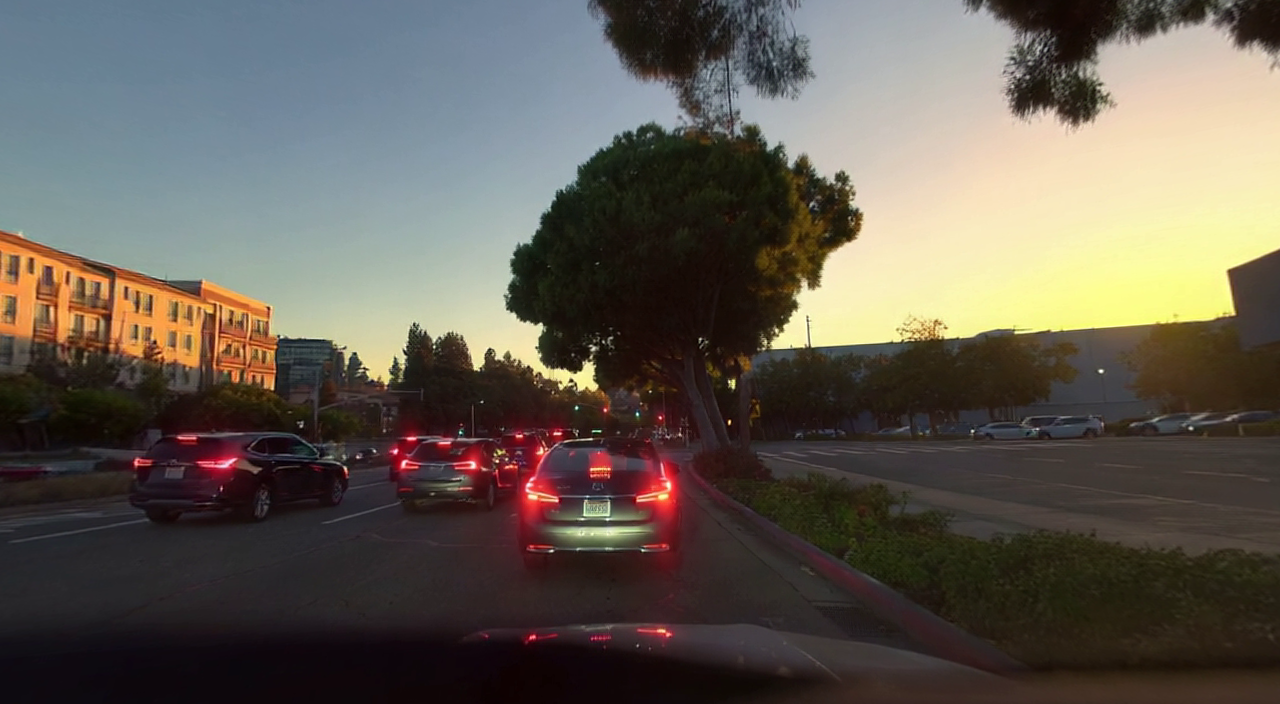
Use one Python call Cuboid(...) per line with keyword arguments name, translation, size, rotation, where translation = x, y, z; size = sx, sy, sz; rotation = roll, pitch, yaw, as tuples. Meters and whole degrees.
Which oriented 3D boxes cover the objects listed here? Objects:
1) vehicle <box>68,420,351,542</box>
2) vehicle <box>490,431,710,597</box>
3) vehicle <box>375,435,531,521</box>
Cuboid(name="vehicle", translation=(-7.347, 2.225, 11.501), size=(2.068, 1.784, 4.224), rotation=(0, -9, 1))
Cuboid(name="vehicle", translation=(-0.384, 1.828, 7.999), size=(2.066, 1.544, 3.954), rotation=(0, -9, 0))
Cuboid(name="vehicle", translation=(-3.774, 2.609, 13.697), size=(1.913, 1.521, 4.539), rotation=(0, -9, 1))
